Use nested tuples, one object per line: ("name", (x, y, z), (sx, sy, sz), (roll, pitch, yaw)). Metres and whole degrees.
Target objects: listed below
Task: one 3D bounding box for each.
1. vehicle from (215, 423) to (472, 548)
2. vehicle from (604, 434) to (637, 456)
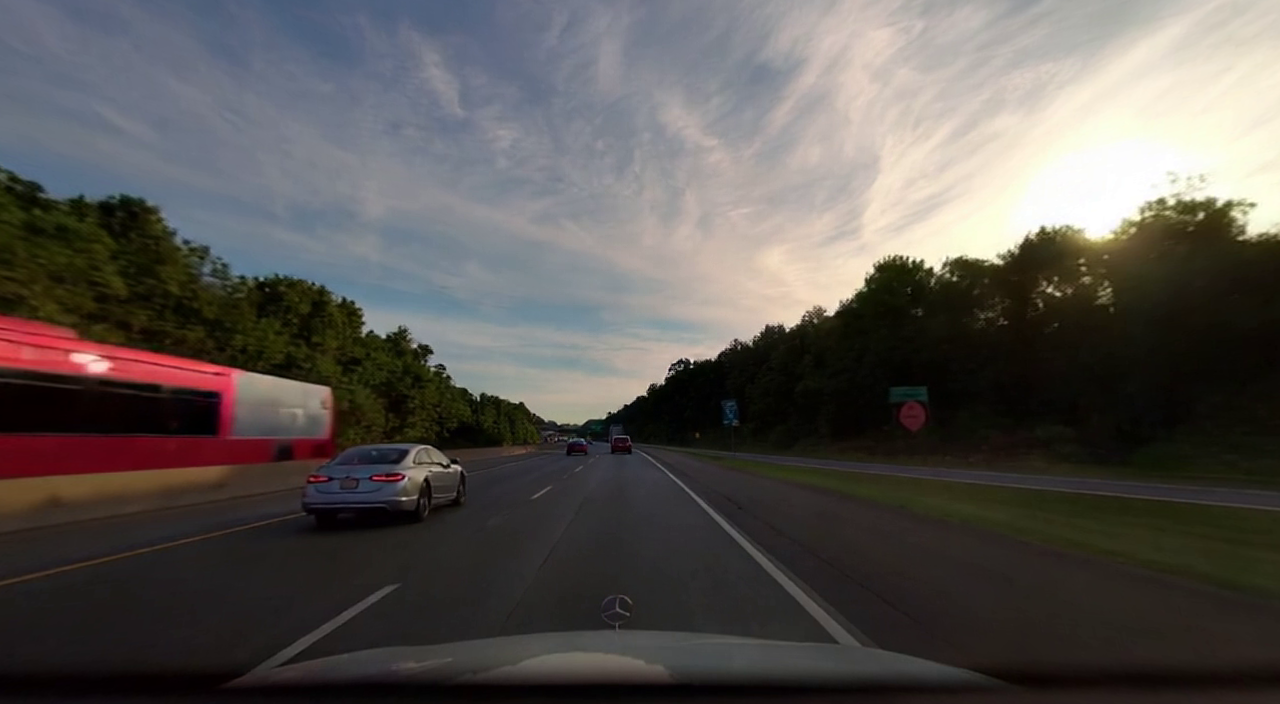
("vehicle", (-4.092, 1.876, 9.634), (1.958, 1.477, 4.121), (0, -8, -1))
("vehicle", (-1.358, 6.532, 44.357), (2.162, 1.460, 4.242), (0, -8, -2))
